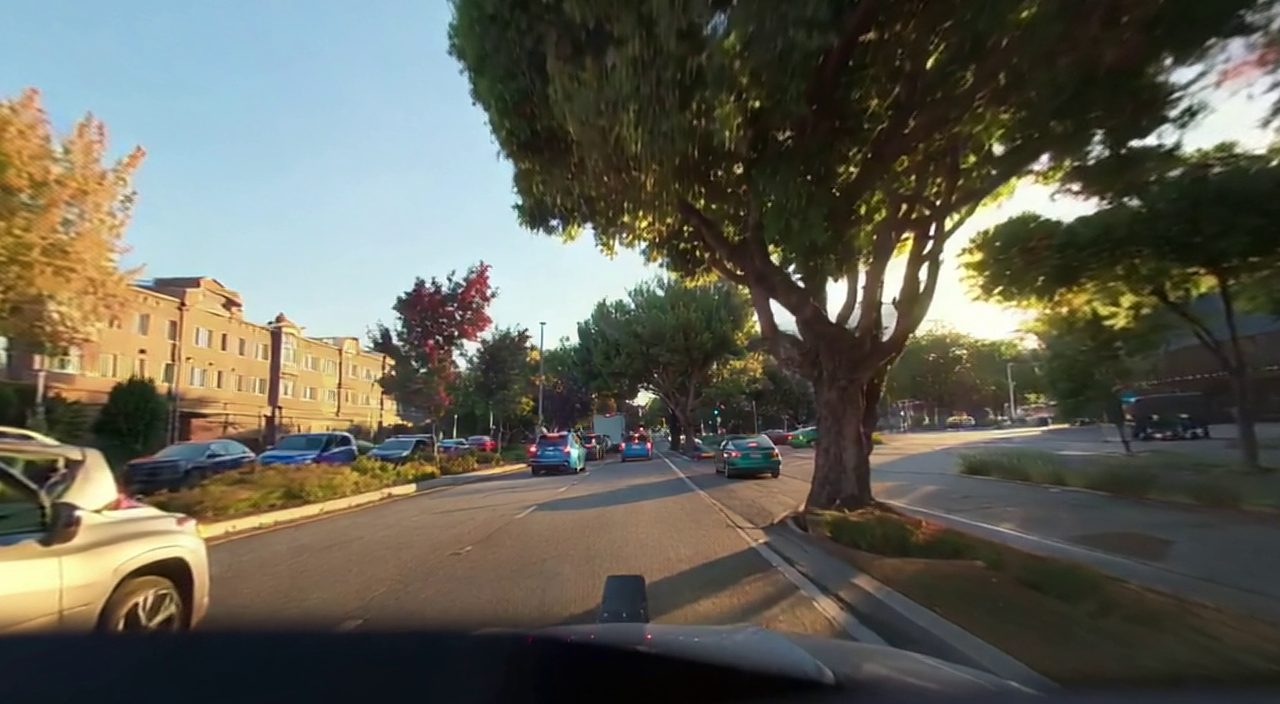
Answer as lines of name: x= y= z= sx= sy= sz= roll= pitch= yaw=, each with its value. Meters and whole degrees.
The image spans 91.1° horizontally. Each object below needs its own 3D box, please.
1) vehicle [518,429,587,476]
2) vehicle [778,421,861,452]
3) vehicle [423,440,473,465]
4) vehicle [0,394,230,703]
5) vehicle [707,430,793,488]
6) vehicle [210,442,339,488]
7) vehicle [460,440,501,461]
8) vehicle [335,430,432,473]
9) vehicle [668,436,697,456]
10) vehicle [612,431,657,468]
vehicle: x=-3.438 y=4.056 z=25.505 sx=2.047 sy=1.710 sz=4.314 roll=0 pitch=-8 yaw=2
vehicle: x=12.228 y=5.838 z=42.985 sx=4.991 sy=1.978 sz=2.090 roll=-8 pitch=-12 yaw=43
vehicle: x=-12.353 y=6.474 z=40.679 sx=1.843 sy=1.509 sz=4.301 roll=0 pitch=-8 yaw=1
vehicle: x=-3.333 y=0.743 z=1.176 sx=2.094 sy=1.483 sz=4.510 roll=0 pitch=-8 yaw=0
vehicle: x=3.172 y=3.172 z=18.924 sx=1.847 sy=1.554 sz=3.885 roll=0 pitch=-8 yaw=0
vehicle: x=-12.550 y=3.877 z=21.939 sx=1.824 sy=1.447 sz=4.442 roll=0 pitch=-8 yaw=0
vehicle: x=-12.184 y=7.517 z=48.232 sx=1.924 sy=1.511 sz=4.640 roll=0 pitch=-8 yaw=0
vehicle: x=-12.226 y=4.808 z=30.497 sx=2.245 sy=1.908 sz=5.613 roll=0 pitch=-8 yaw=1
vehicle: x=3.229 y=7.179 z=48.045 sx=1.948 sy=1.475 sz=4.093 roll=0 pitch=-8 yaw=0
vehicle: x=-0.231 y=4.743 z=30.616 sx=2.022 sy=1.700 sz=4.084 roll=0 pitch=-8 yaw=1
